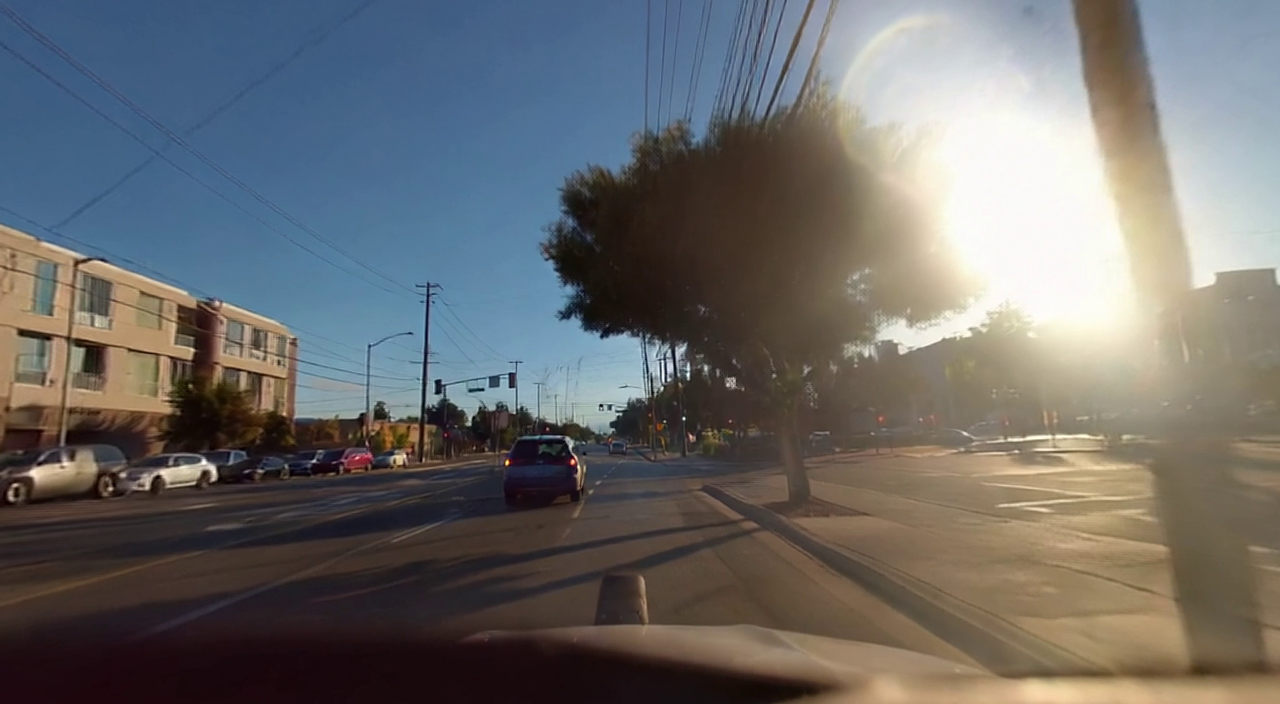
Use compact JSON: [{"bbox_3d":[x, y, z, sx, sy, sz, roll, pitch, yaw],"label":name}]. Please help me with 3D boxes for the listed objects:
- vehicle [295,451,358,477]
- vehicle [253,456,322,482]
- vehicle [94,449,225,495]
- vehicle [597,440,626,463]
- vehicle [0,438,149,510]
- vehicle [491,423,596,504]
[{"bbox_3d":[-21.248,7.576,43.031,1.989,1.689,4.388,0,-9,0],"label":"vehicle"},{"bbox_3d":[-21.224,7.041,38.243,1.790,1.415,4.450,0,-9,-3],"label":"vehicle"},{"bbox_3d":[-20.749,5.166,27.626,2.015,1.815,4.856,0,-9,-3],"label":"vehicle"},{"bbox_3d":[-2.228,7.832,49.767,2.144,1.681,3.855,0,-9,-2],"label":"vehicle"},{"bbox_3d":[-20.714,4.117,21.881,2.369,2.159,6.388,0,-9,-1],"label":"vehicle"},{"bbox_3d":[-2.228,2.740,15.793,2.022,1.757,4.041,0,-9,-1],"label":"vehicle"}]
